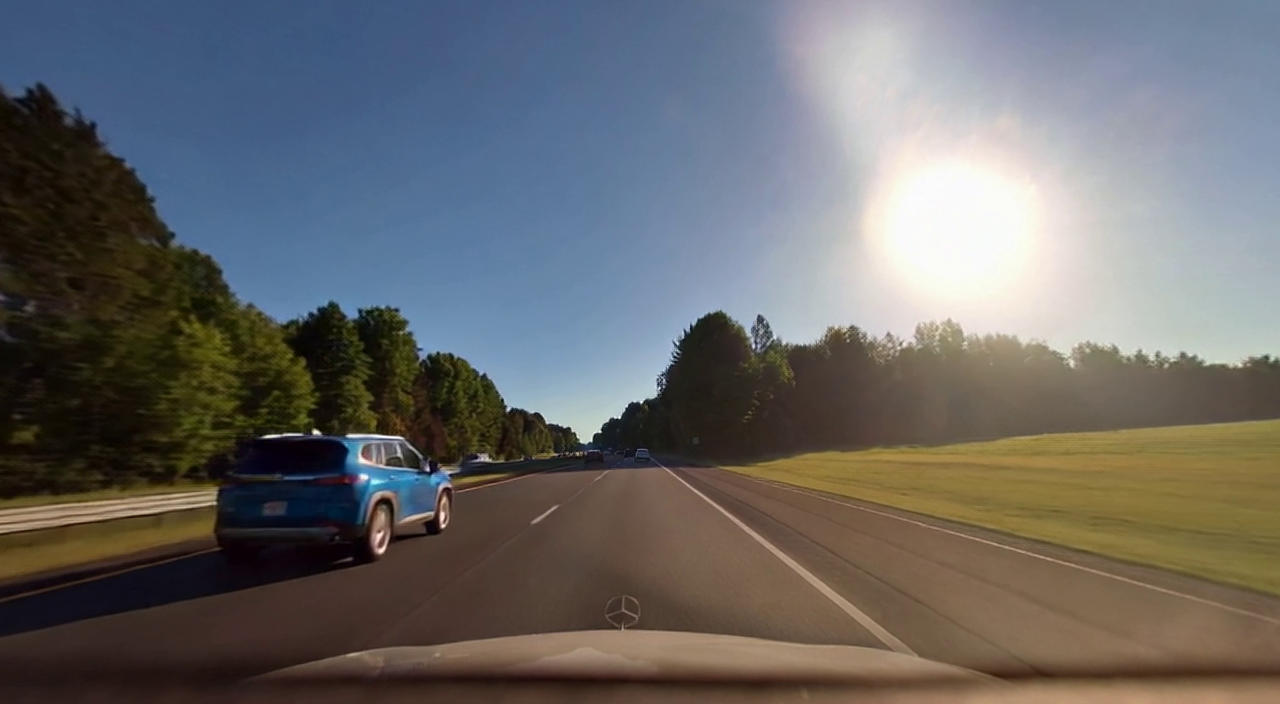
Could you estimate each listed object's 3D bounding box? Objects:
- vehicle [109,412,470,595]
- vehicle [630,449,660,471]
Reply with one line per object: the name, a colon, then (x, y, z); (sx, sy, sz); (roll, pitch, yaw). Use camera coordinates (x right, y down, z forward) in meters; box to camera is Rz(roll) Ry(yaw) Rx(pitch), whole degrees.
vehicle: (-3.812, 1.720, 7.995); (2.100, 1.667, 4.223); (0, -9, 0)
vehicle: (0.311, 7.705, 45.235); (2.046, 1.452, 4.407); (0, -9, 0)
